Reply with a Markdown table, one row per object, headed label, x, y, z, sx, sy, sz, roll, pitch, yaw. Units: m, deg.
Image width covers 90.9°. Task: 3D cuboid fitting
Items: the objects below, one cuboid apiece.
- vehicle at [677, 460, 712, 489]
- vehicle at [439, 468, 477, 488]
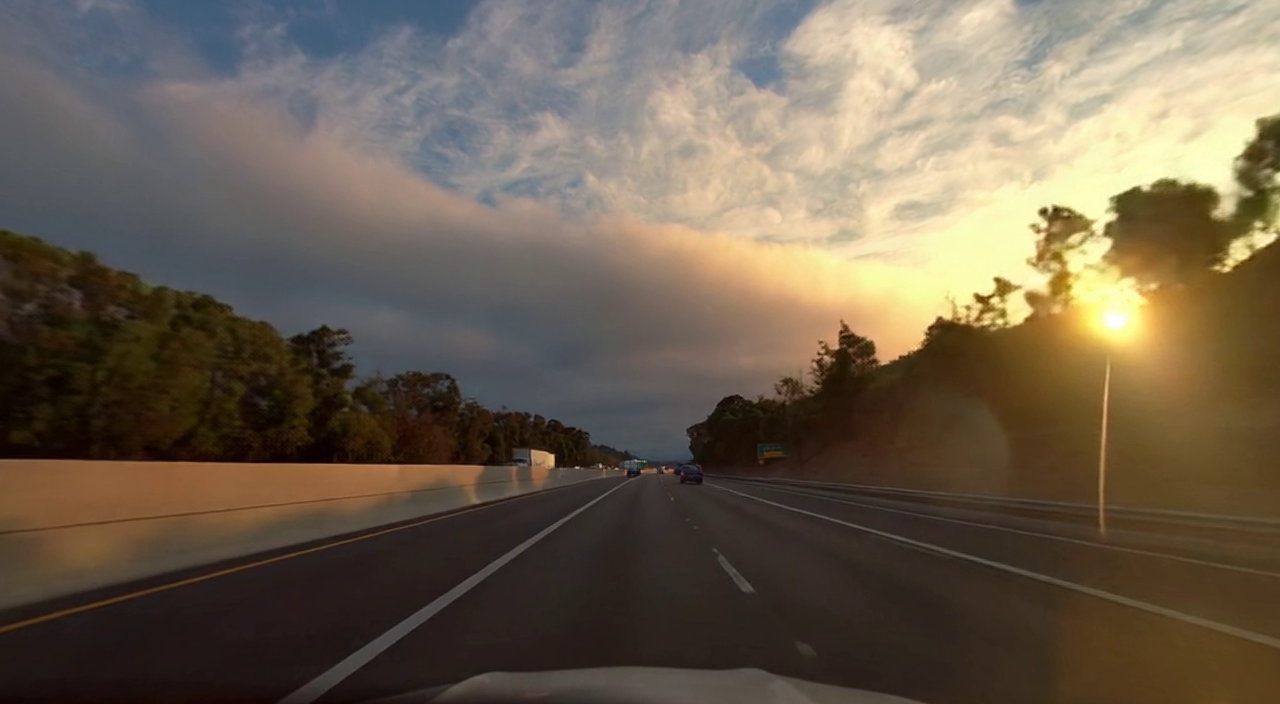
| label | x | y | z | sx | sy | sz | roll | pitch | yaw |
| --- | --- | --- | --- | --- | --- | --- | --- | --- | --- |
| vehicle | 3.908 | 8.881 | 45.697 | 2.093 | 1.933 | 4.623 | 1 | -10 | 0 |
| vehicle | -14.150 | 9.798 | 49.084 | 1.837 | 1.444 | 3.440 | 0 | -10 | 2 |
